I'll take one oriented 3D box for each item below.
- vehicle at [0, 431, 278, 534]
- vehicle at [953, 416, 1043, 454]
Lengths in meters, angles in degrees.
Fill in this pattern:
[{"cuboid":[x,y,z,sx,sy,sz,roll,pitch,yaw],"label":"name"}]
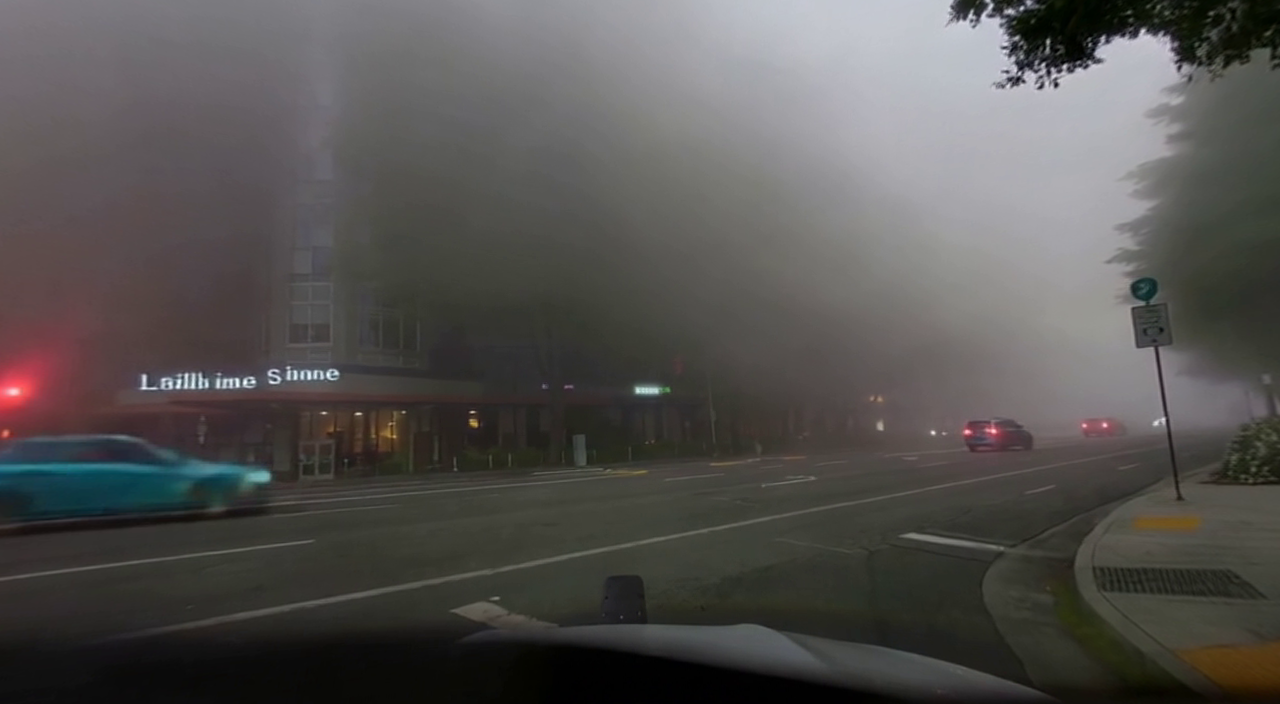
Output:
[{"cuboid":[-8.899,2.112,10.688,4.415,1.464,1.890,7,-11,-41],"label":"vehicle"},{"cuboid":[15.686,3.664,27.603,4.182,1.536,1.885,7,-11,-38],"label":"vehicle"}]
